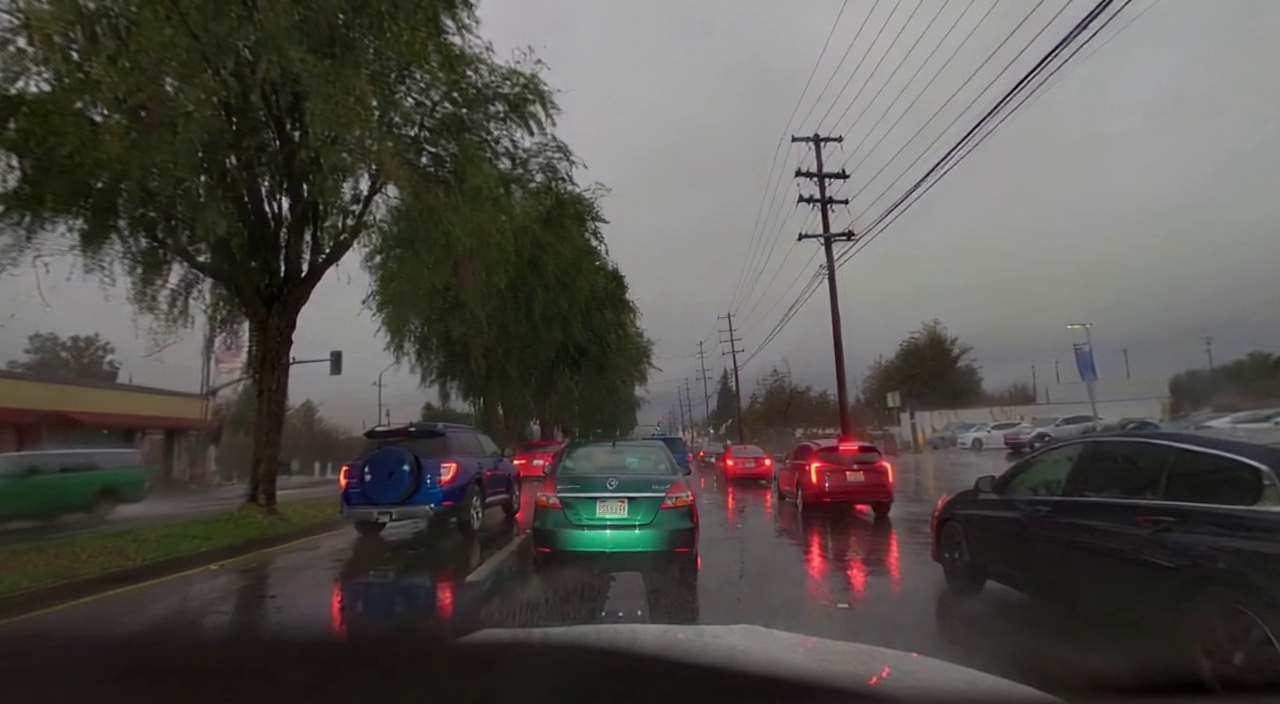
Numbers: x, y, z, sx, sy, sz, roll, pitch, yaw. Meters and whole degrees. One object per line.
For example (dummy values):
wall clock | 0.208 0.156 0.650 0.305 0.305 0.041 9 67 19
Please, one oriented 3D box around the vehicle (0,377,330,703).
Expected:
vehicle | -2.874 0.776 1.501 1.984 1.496 4.530 0 -9 0

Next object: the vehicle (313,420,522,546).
vehicle | -3.414 2.096 10.749 1.979 1.697 4.254 0 -9 0

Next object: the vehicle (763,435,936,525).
vehicle | 3.926 2.467 12.766 1.909 1.473 4.361 0 -9 -1

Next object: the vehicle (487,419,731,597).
vehicle | -0.317 1.635 7.425 2.097 1.511 3.809 0 -9 -2

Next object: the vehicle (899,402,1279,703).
vehicle | 3.668 1.193 4.200 1.929 1.479 4.723 0 -9 1
